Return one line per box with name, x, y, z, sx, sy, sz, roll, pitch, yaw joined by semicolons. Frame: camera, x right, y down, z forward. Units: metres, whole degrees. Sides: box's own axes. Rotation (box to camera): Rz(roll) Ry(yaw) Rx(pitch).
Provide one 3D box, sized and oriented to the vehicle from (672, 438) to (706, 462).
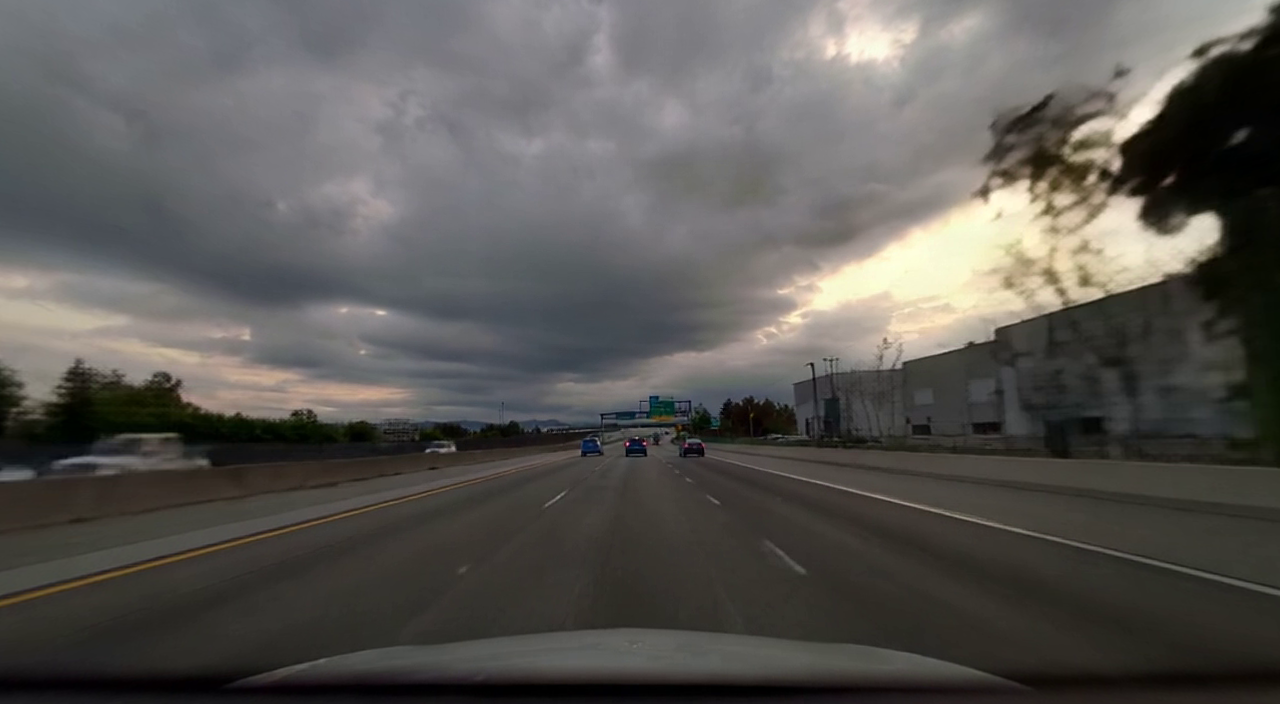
vehicle;3.367;6.795;43.804;1.992;1.532;3.996;-1;-8;-1
